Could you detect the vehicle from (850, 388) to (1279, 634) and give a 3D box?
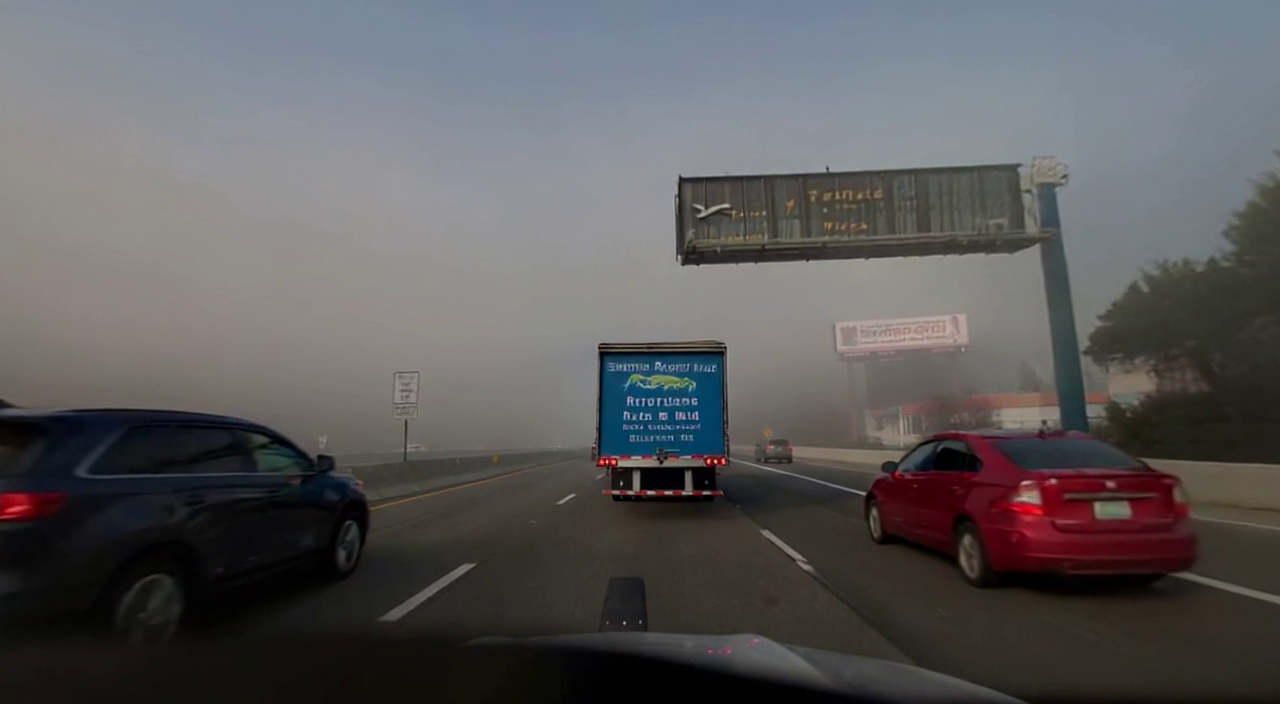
[{"bbox_3d":[3.976,1.406,6.613,2.066,1.692,4.339,0,-8,1],"label":"vehicle"}]

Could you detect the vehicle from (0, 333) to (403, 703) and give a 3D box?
[{"bbox_3d":[-3.657,1.073,4.545,2.030,1.757,4.509,0,-8,2],"label":"vehicle"}]

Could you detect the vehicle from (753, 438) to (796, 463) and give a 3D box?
[{"bbox_3d":[8.343,6.133,39.491,1.931,1.495,3.889,0,-8,2],"label":"vehicle"}]

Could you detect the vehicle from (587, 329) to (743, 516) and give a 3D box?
[{"bbox_3d":[0.622,1.825,15.508,2.733,3.296,8.571,0,-8,3],"label":"vehicle"}]
